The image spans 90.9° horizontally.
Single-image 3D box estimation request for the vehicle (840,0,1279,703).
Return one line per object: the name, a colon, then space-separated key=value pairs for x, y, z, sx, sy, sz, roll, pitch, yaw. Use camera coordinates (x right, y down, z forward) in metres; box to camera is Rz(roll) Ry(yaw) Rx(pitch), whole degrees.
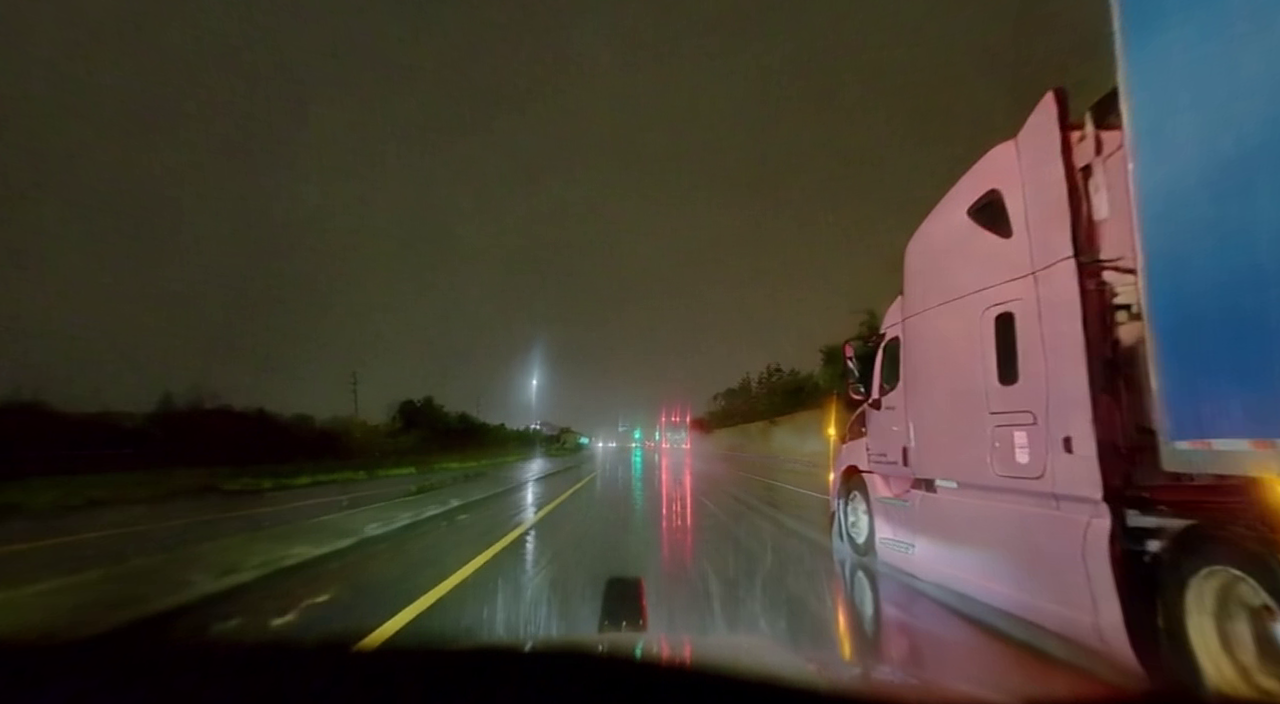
vehicle: x=4.088 y=-0.264 z=2.968 sx=3.080 sy=4.016 sz=9.760 roll=0 pitch=-8 yaw=0
